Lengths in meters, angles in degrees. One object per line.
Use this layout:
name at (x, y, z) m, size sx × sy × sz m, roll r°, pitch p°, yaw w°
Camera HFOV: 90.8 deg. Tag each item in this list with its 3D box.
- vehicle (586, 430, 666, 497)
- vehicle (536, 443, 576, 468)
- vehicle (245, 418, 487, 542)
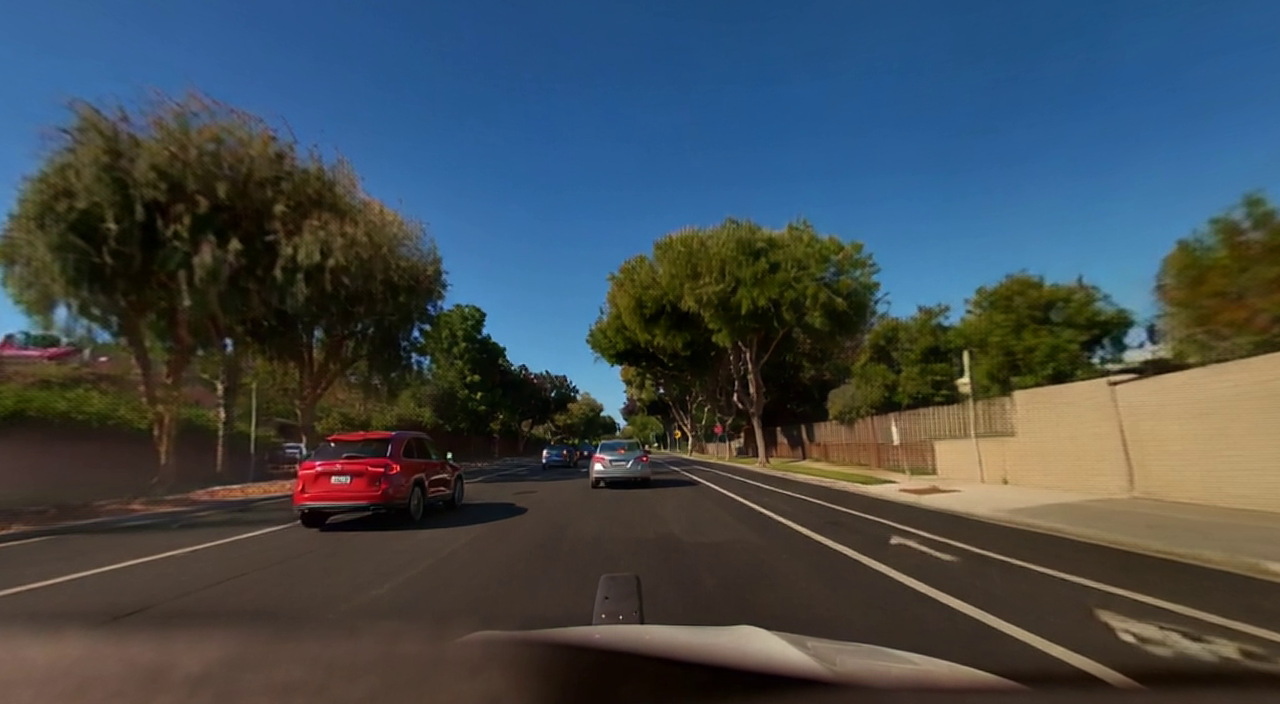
vehicle at (-0.415, 3.272, 18.901) m, size 2.131 × 1.761 × 4.242 m, roll 0°, pitch -8°, yaw -1°
vehicle at (-5.141, 6.389, 39.229) m, size 2.014 × 1.493 × 4.658 m, roll 0°, pitch -8°, yaw -2°
vehicle at (-4.418, 2.142, 11.256) m, size 2.243 × 1.722 × 4.621 m, roll 0°, pitch -8°, yaw 0°
